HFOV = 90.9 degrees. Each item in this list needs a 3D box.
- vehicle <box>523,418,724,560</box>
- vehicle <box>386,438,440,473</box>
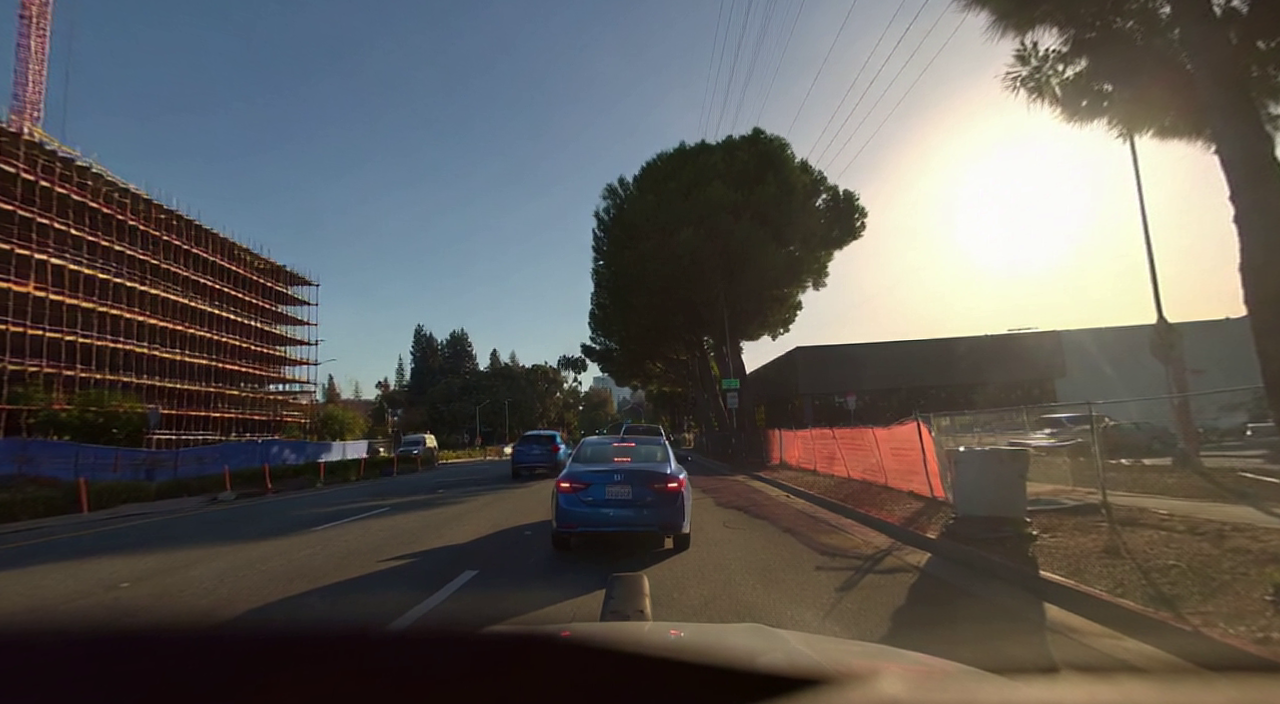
[{"bbox_3d":[-0.183,1.750,8.736,2.112,1.482,4.076,0,-8,0],"label":"vehicle"},{"bbox_3d":[-10.458,4.690,28.843,2.072,1.465,4.394,3,-9,-22],"label":"vehicle"}]
